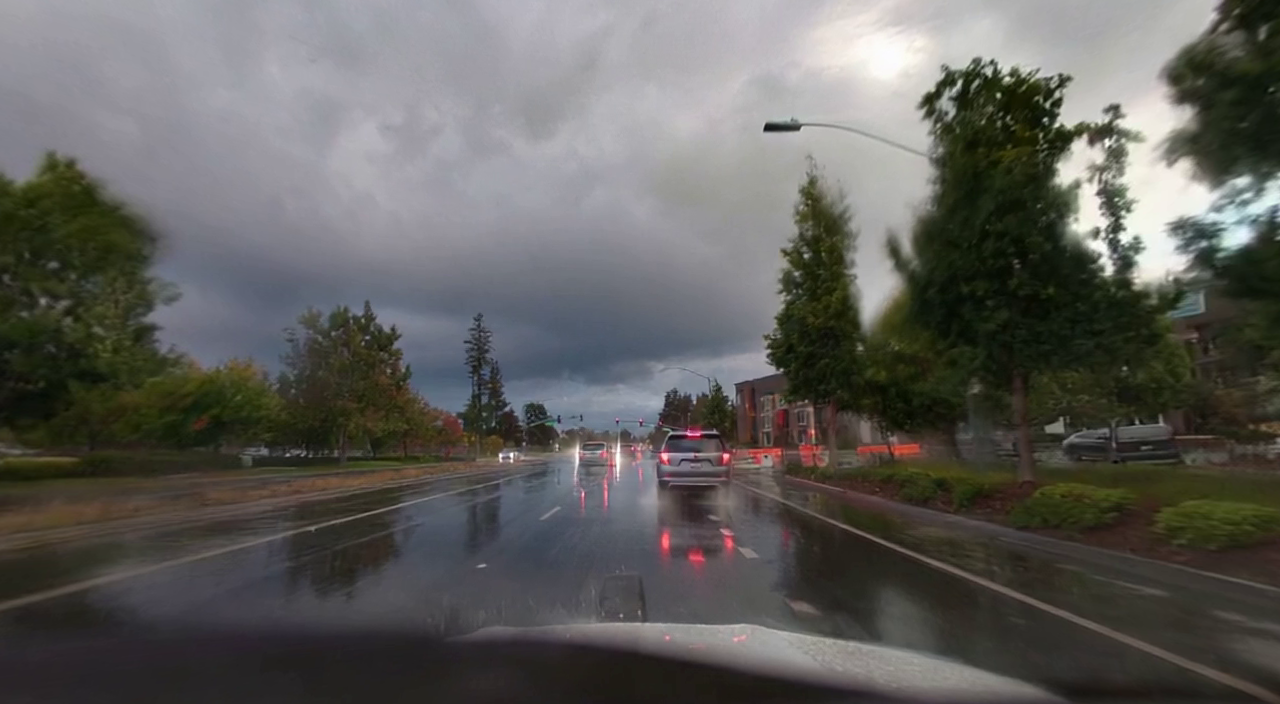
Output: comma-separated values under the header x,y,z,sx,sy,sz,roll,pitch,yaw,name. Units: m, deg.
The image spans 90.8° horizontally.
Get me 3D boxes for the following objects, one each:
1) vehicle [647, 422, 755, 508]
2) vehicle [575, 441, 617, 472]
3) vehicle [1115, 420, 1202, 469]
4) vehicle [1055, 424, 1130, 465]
x,y,z,sx,sy,sz,roll,pitch,yaw,name
1.340,2.770,15.921,2.197,1.835,4.316,0,-8,-1,vehicle
-2.499,6.036,36.751,2.121,1.654,3.993,0,-8,1,vehicle
20.066,3.563,24.372,4.367,1.684,1.937,8,-11,-44,vehicle
20.475,4.165,28.484,1.960,1.678,4.435,-8,-12,44,vehicle
